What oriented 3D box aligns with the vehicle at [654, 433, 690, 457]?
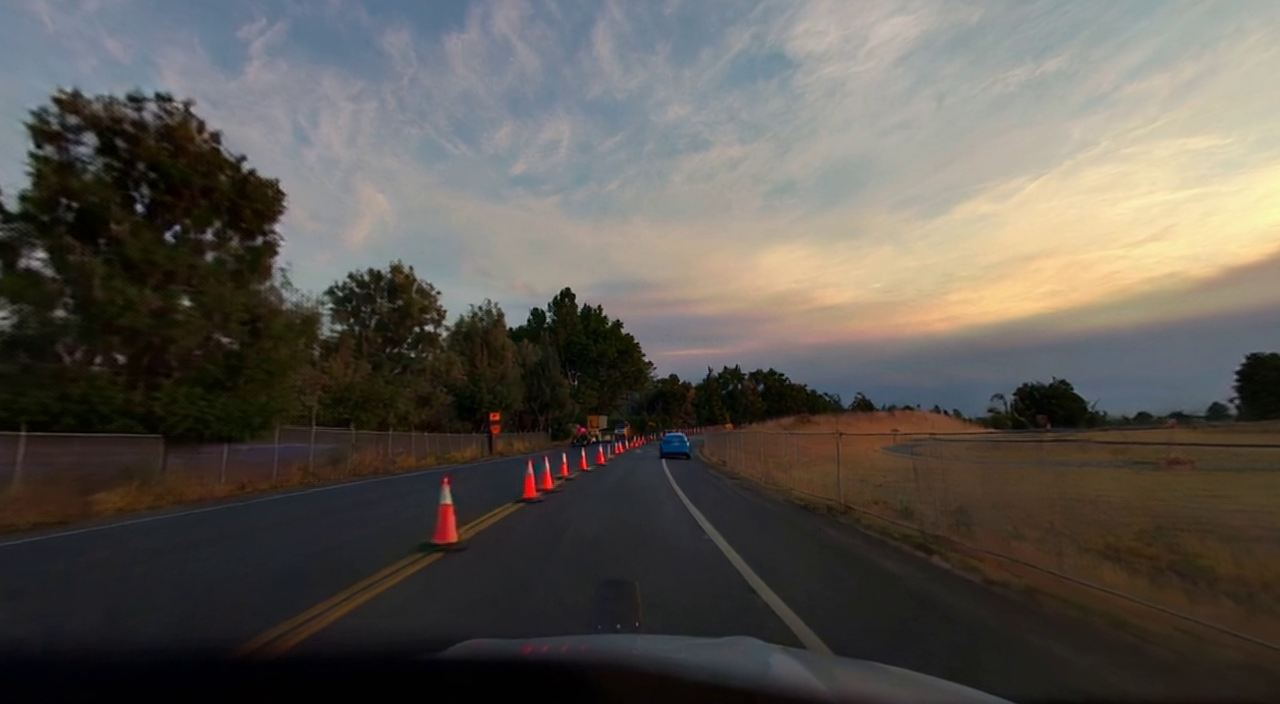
[{"bbox_3d":[2.034,5.957,40.450,2.172,1.486,3.581,-1,-8,3],"label":"vehicle"}]
